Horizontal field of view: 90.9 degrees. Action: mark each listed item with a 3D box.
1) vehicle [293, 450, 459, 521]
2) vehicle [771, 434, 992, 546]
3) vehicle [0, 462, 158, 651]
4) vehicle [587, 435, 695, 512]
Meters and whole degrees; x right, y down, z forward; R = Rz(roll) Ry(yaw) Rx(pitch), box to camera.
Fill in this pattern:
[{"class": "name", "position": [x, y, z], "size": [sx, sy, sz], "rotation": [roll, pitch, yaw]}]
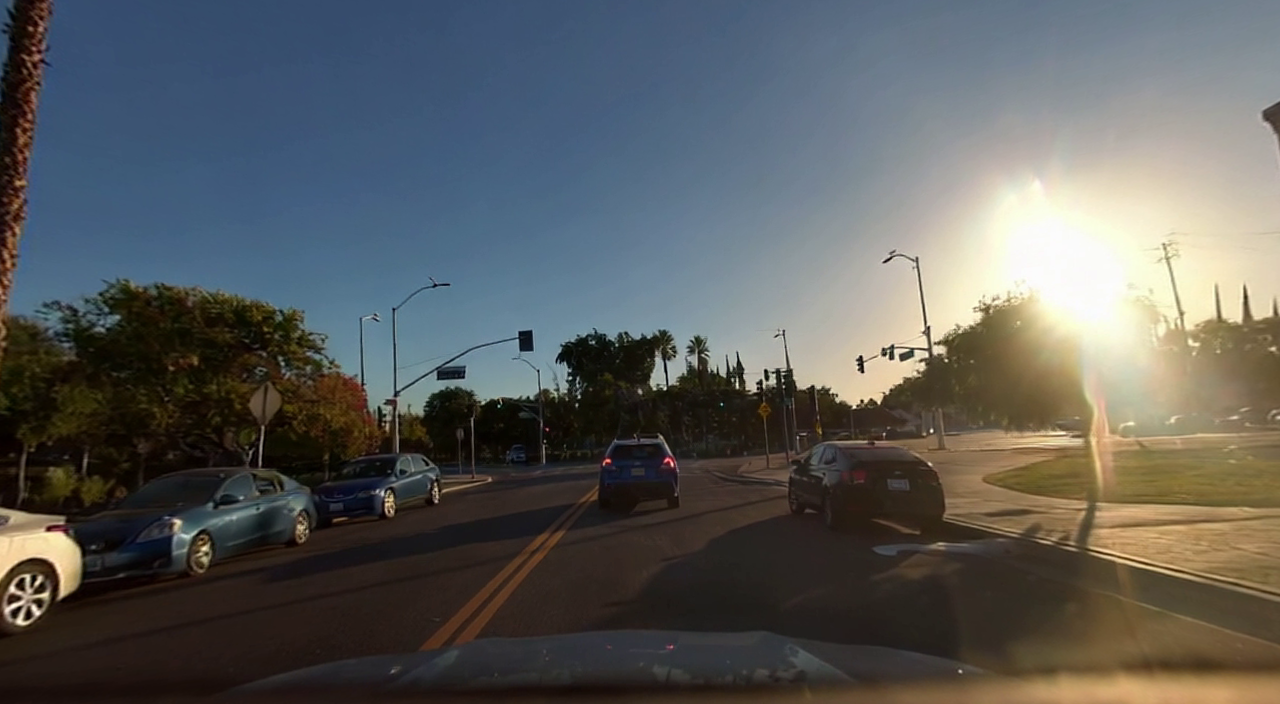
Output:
[{"class": "vehicle", "position": [-6.378, 3.250, 15.988], "size": [2.105, 1.469, 4.693], "rotation": [0, -8, 1]}, {"class": "vehicle", "position": [3.553, 2.093, 10.338], "size": [1.821, 1.417, 4.454], "rotation": [0, -8, -1]}, {"class": "vehicle", "position": [-6.181, 1.615, 4.535], "size": [1.850, 1.482, 4.454], "rotation": [0, -8, 1]}, {"class": "vehicle", "position": [0.018, 2.608, 14.064], "size": [2.060, 1.452, 4.078], "rotation": [0, -8, 0]}]
